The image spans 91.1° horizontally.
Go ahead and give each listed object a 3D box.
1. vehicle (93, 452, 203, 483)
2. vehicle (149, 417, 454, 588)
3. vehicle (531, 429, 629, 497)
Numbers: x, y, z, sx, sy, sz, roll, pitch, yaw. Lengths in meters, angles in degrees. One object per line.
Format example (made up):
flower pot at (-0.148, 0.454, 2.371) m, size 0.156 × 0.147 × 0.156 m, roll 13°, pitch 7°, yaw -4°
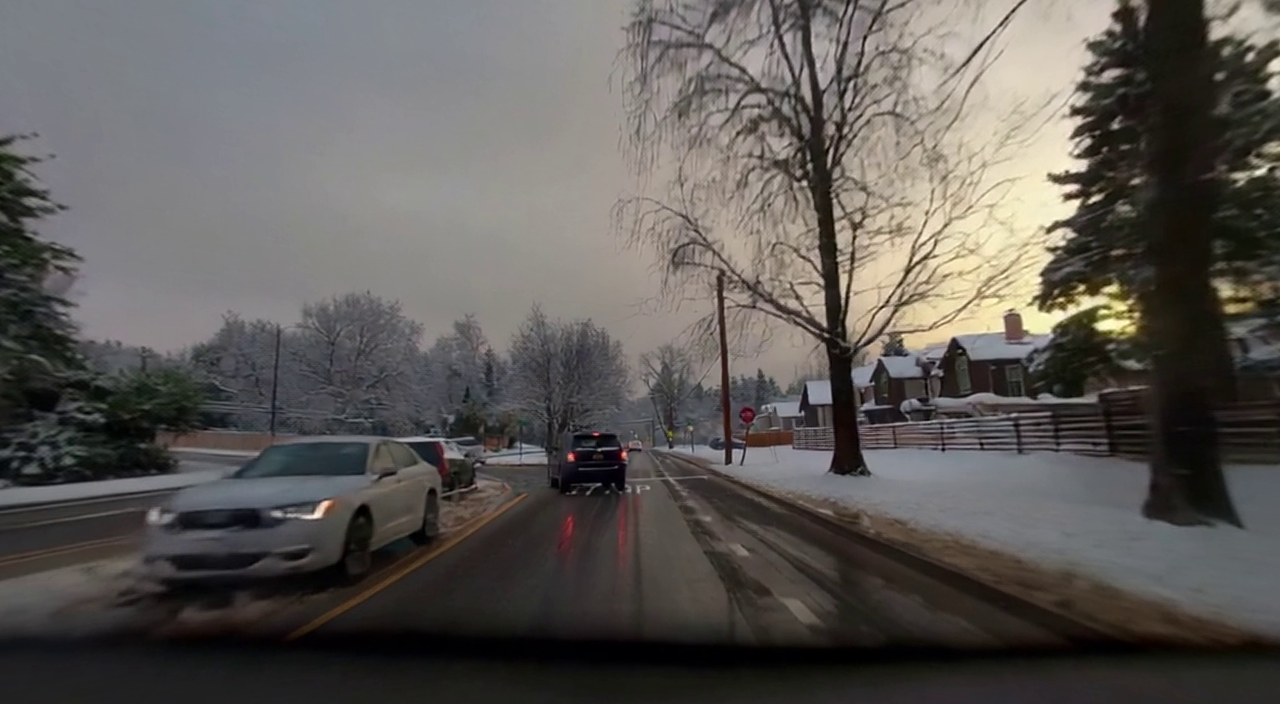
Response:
vehicle at (-25.435, 5.965, 32.548) m, size 4.197 × 1.447 × 2.071 m, roll -1°, pitch -8°, yaw 9°
vehicle at (-3.738, 1.685, 7.867) m, size 1.986 × 1.561 × 3.805 m, roll 1°, pitch -8°, yaw -6°
vehicle at (-1.830, 3.067, 17.773) m, size 2.290 × 1.653 × 4.127 m, roll 2°, pitch -8°, yaw -12°
